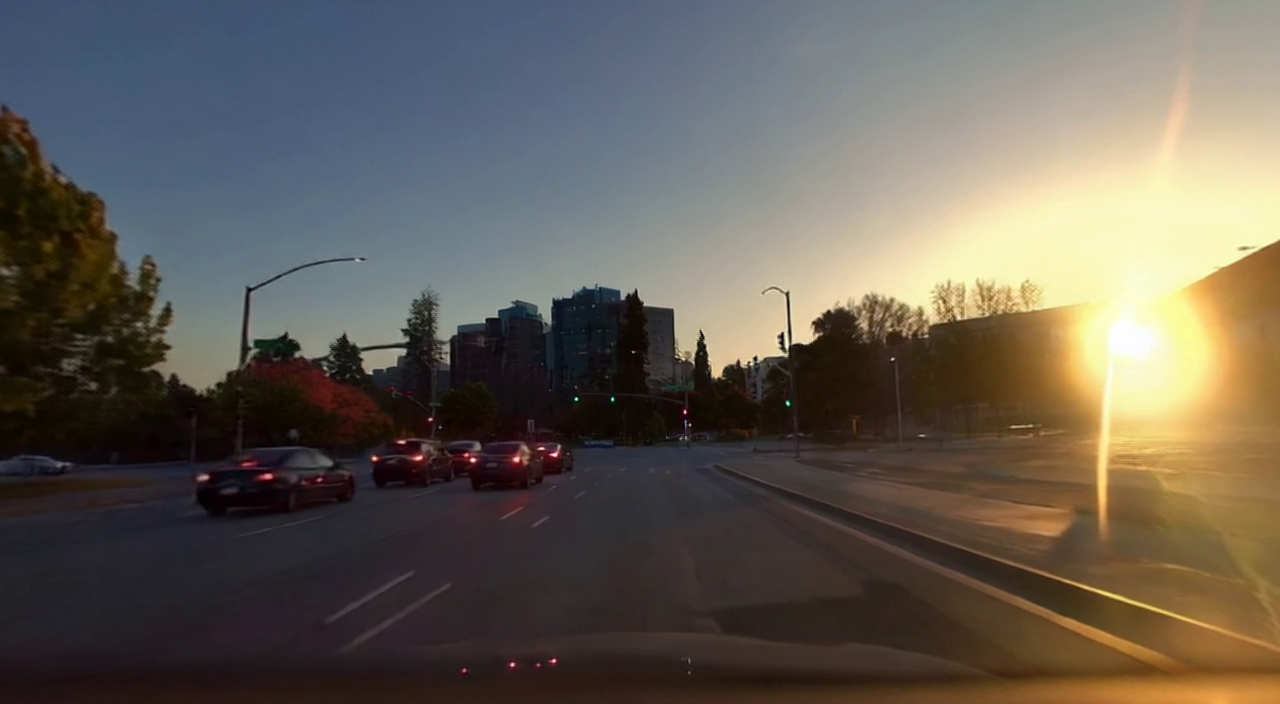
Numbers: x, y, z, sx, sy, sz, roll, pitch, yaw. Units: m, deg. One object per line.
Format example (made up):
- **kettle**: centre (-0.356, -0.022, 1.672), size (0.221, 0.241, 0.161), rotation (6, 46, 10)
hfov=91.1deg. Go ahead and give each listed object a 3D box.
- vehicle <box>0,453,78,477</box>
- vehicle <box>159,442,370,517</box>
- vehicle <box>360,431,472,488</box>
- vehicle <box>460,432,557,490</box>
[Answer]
- **vehicle**: centre (-44.111, 8.182, 45.576), size (4.570, 1.714, 1.969), rotation (0, -9, -2)
- **vehicle**: centre (-8.261, 2.813, 14.458), size (2.030, 1.440, 4.464), rotation (0, -9, 1)
- **vehicle**: centre (-7.862, 3.830, 22.645), size (2.152, 1.813, 4.751), rotation (0, -9, 2)
- **vehicle**: centre (-3.986, 3.399, 19.864), size (2.043, 1.636, 4.320), rotation (0, -9, 1)
